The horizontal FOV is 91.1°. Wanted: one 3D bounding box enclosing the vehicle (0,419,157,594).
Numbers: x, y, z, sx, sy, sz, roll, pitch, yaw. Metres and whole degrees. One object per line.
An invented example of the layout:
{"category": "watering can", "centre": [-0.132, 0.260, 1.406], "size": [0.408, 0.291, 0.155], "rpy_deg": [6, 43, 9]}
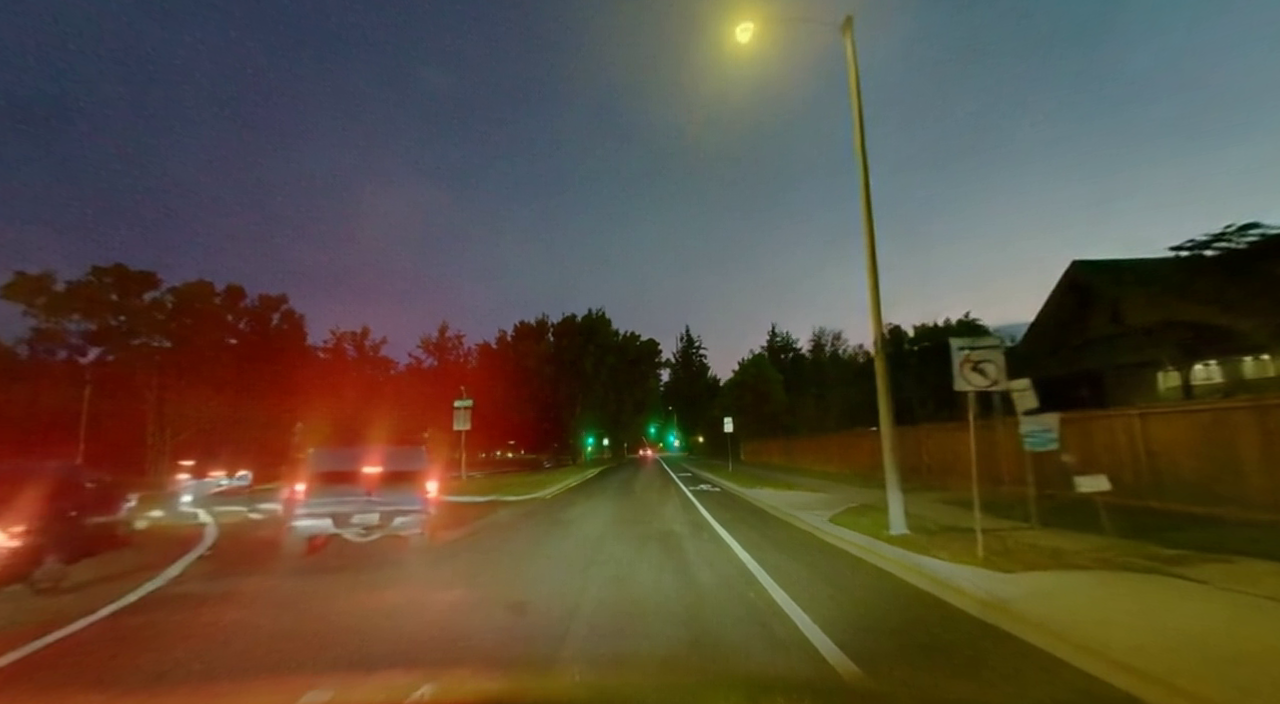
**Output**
{"category": "vehicle", "centre": [-7.923, 1.780, 7.976], "size": [2.043, 1.675, 4.816], "rpy_deg": [5, -10, -29]}

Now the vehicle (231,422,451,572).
{"category": "vehicle", "centre": [-4.386, 1.962, 9.406], "size": [2.290, 1.653, 4.127], "rpy_deg": [4, -9, -25]}
